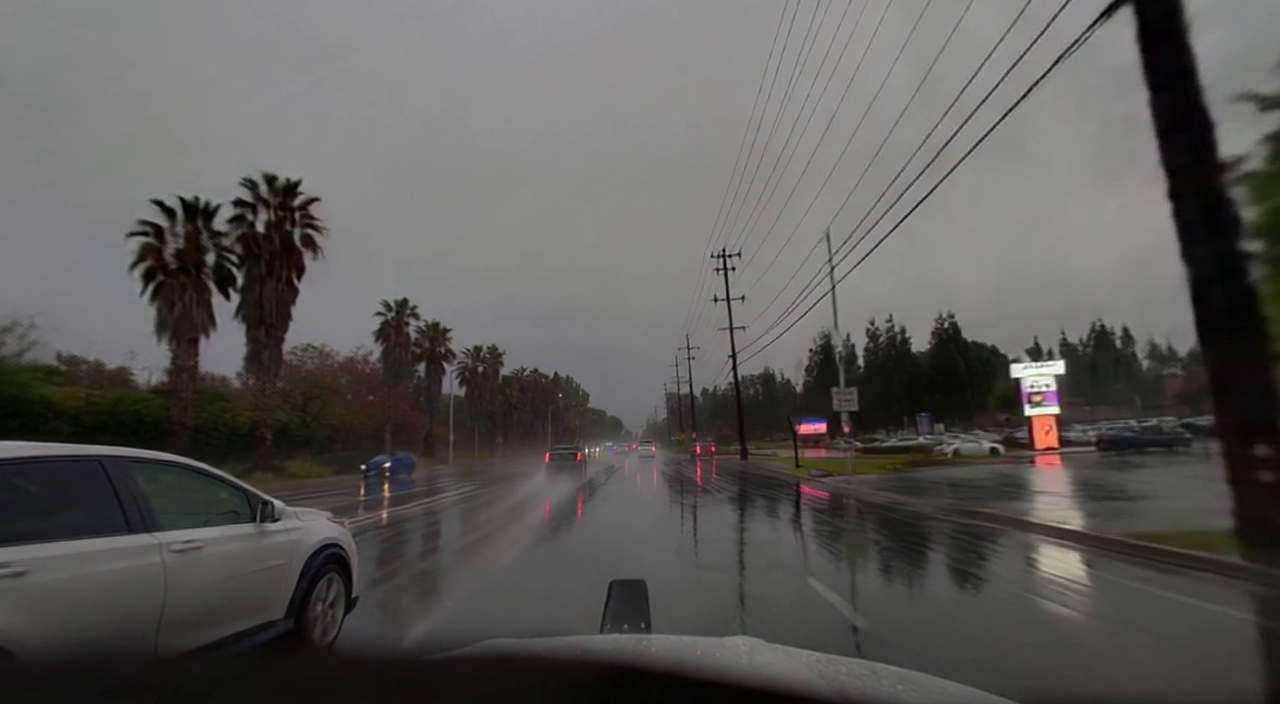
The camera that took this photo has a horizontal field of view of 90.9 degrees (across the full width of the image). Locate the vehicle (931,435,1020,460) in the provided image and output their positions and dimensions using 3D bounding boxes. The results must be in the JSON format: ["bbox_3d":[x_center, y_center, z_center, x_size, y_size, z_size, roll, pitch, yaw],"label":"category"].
[{"bbox_3d":[21.114,6.034,39.824,4.392,1.535,2.131,0,-9,0],"label":"vehicle"}]

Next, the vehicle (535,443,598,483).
[{"bbox_3d":[-2.820,4.373,25.193,1.982,1.451,4.152,0,-8,1],"label":"vehicle"}]

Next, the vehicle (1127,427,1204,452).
[{"bbox_3d":[34.352,5.719,41.168,4.632,1.533,2.015,4,-10,-27],"label":"vehicle"}]

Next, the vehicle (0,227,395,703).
[{"bbox_3d":[-3.111,0.625,1.928,2.381,1.961,5.563,0,-9,1],"label":"vehicle"}]

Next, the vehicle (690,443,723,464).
[{"bbox_3d":[5.024,7.575,47.195,2.062,1.541,4.420,-2,-9,11],"label":"vehicle"}]

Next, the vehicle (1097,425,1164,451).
[{"bbox_3d":[34.954,6.114,44.867,4.347,1.761,2.002,4,-10,-28],"label":"vehicle"}]

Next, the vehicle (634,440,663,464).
[{"bbox_3d":[0.644,7.773,49.113,2.155,1.781,3.977,0,-8,1],"label":"vehicle"}]
